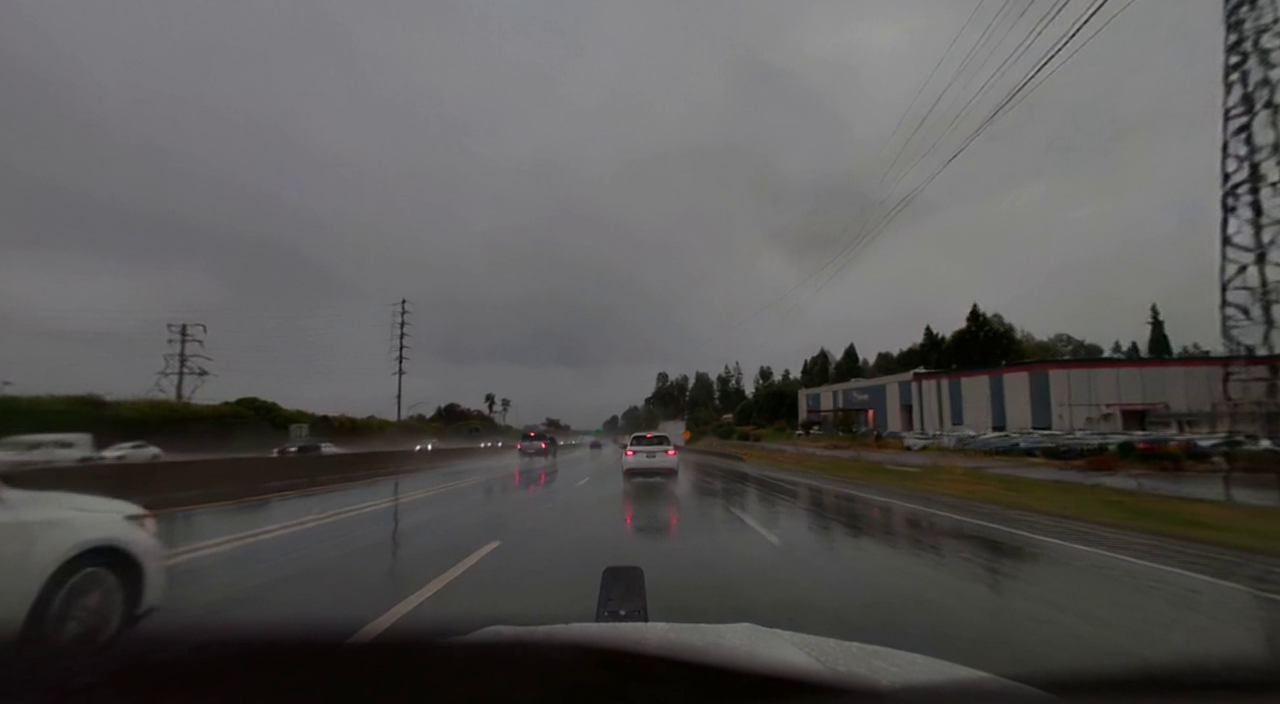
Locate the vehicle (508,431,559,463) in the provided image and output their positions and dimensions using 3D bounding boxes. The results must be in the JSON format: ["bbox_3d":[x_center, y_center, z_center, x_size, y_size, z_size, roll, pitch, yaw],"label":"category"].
[{"bbox_3d":[-6.485,5.900,39.096,2.220,1.841,4.516,0,-8,2],"label":"vehicle"}]

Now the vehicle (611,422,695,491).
[{"bbox_3d":[0.325,2.932,18.010,2.134,1.733,4.049,0,-8,0],"label":"vehicle"}]

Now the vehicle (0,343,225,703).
[{"bbox_3d":[-3.920,0.740,2.055,2.125,1.764,4.393,0,-8,0],"label":"vehicle"}]

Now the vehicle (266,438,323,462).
[{"bbox_3d":[-21.622,6.120,39.608,1.554,1.423,3.470,0,-8,0],"label":"vehicle"}]
